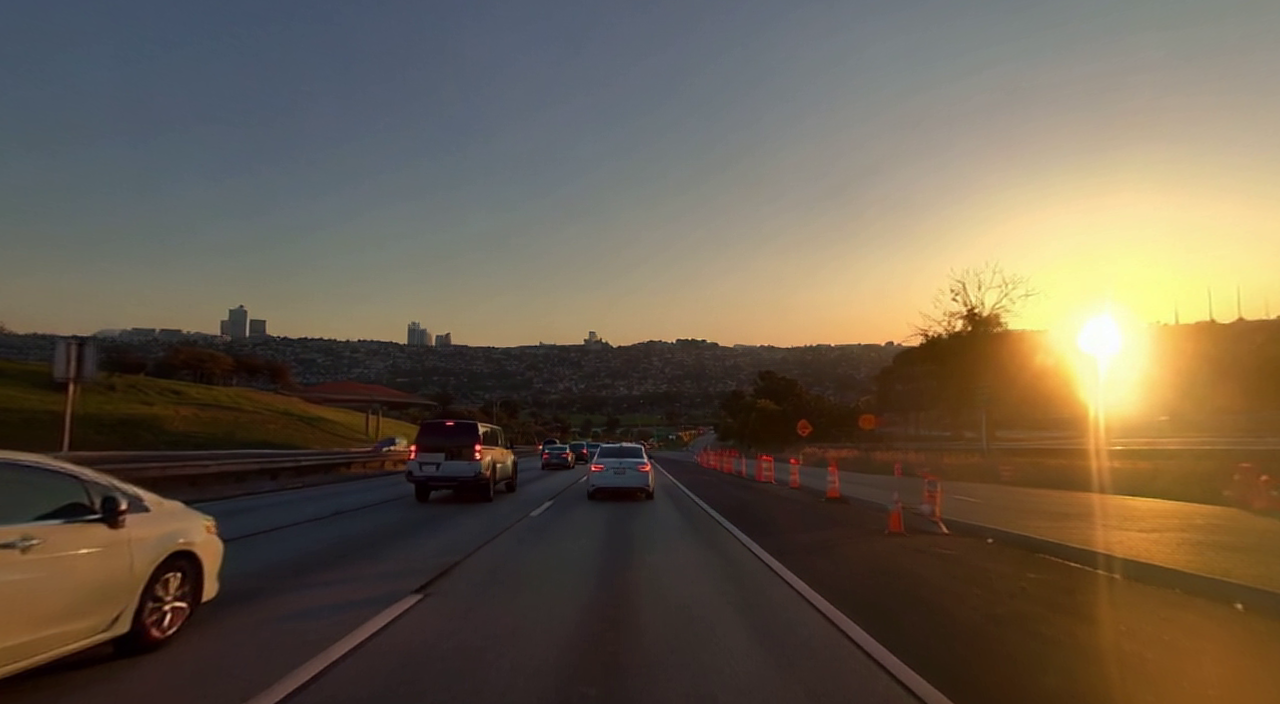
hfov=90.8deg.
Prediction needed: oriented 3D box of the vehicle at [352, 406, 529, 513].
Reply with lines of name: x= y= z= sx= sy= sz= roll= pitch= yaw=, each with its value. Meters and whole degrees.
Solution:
vehicle: x=-4.303 y=2.472 z=14.936 sx=2.324 sy=2.012 sz=5.740 roll=0 pitch=-9 yaw=0

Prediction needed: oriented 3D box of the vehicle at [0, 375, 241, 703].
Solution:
vehicle: x=-3.975 y=0.842 z=2.394 sx=2.041 sy=1.604 sz=4.384 roll=0 pitch=-9 yaw=0

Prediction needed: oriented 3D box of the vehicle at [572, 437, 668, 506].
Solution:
vehicle: x=-0.457 y=2.889 z=15.718 sx=2.069 sy=1.484 sz=3.918 roll=0 pitch=-9 yaw=-1

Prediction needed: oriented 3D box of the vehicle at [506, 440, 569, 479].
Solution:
vehicle: x=-4.090 y=4.350 z=25.740 sx=1.824 sy=1.459 sz=4.007 roll=0 pitch=-9 yaw=1
